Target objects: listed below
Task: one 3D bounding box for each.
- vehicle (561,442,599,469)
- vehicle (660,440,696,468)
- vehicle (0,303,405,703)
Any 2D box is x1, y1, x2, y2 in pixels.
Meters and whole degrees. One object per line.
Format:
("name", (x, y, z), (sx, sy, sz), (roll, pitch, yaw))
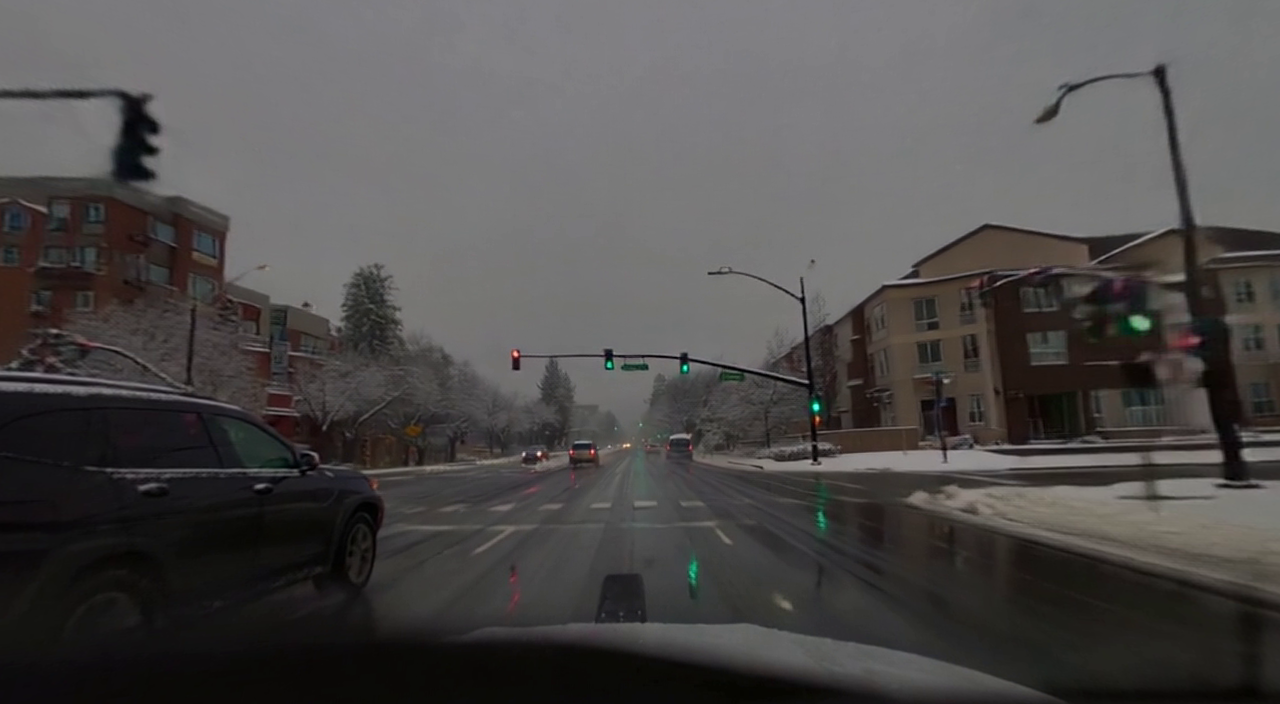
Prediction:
("vehicle", (-3.863, 6.736, 41.357), (2.083, 1.685, 4.069), (0, -8, 0))
("vehicle", (2.509, 6.811, 42.432), (2.018, 1.719, 4.369), (0, -8, -2))
("vehicle", (-3.916, 1.091, 4.795), (2.225, 1.984, 5.168), (0, -8, 0))
